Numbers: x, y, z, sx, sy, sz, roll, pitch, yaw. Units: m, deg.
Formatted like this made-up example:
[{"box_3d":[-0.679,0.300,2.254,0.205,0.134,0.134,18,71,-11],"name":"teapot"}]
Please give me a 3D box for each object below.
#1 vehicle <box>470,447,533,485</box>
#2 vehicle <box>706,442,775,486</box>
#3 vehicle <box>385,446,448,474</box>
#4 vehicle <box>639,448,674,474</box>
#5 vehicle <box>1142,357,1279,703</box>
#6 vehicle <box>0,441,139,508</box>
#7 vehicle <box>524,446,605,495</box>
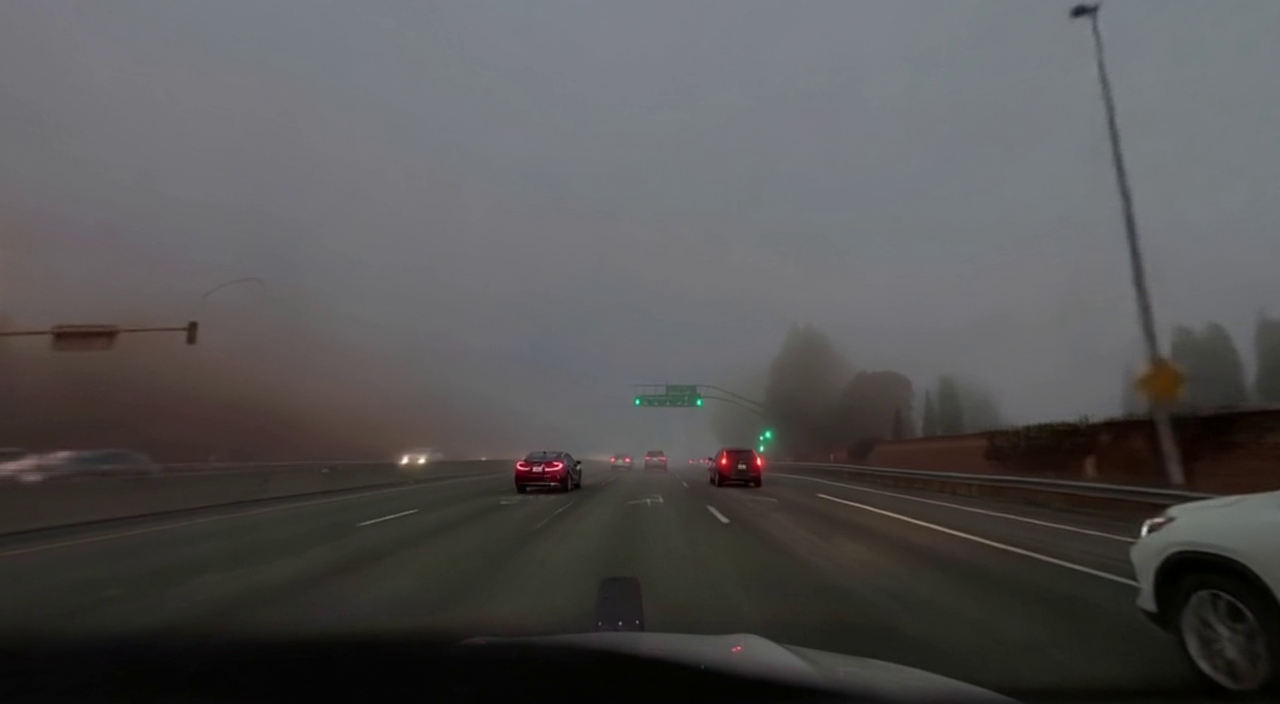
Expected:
[{"box_3d":[-5.914,4.874,27.359,1.835,1.504,3.612,0,-9,1],"name":"vehicle"},{"box_3d":[4.227,4.798,27.353,2.320,1.735,4.408,0,-8,1],"name":"vehicle"},{"box_3d":[-14.766,7.164,42.090,2.213,1.749,4.890,-1,-9,3],"name":"vehicle"},{"box_3d":[1.229,7.828,45.675,2.408,1.748,4.217,0,-8,3],"name":"vehicle"},{"box_3d":[3.807,0.646,1.134,2.029,1.716,4.545,0,-9,0],"name":"vehicle"},{"box_3d":[-15.345,2.976,15.644,1.971,1.484,4.666,0,-9,1],"name":"vehicle"},{"box_3d":[-2.498,4.060,22.137,2.130,1.514,4.766,0,-8,2],"name":"vehicle"}]
